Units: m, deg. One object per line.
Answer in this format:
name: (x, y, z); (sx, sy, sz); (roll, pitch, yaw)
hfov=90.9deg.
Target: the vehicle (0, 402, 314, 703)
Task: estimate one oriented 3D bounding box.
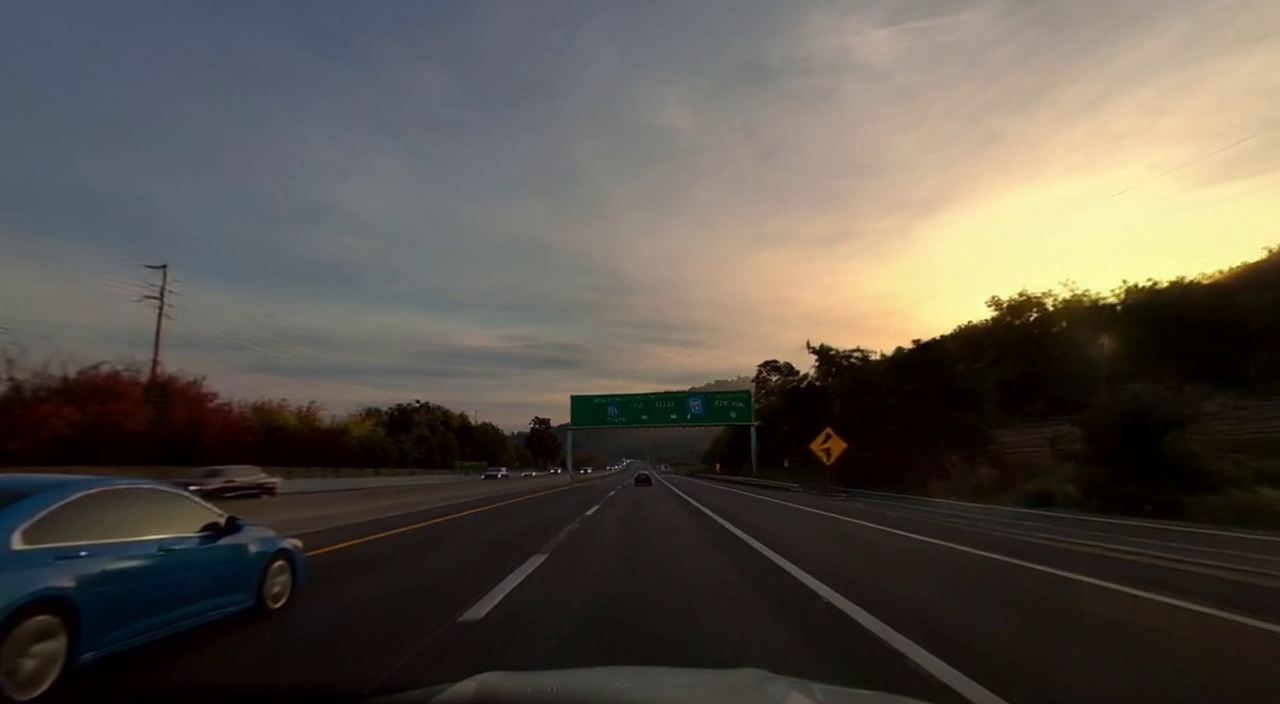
vehicle: (-3.893, 1.080, 3.392); (2.041, 1.508, 4.075); (1, -11, 0)
